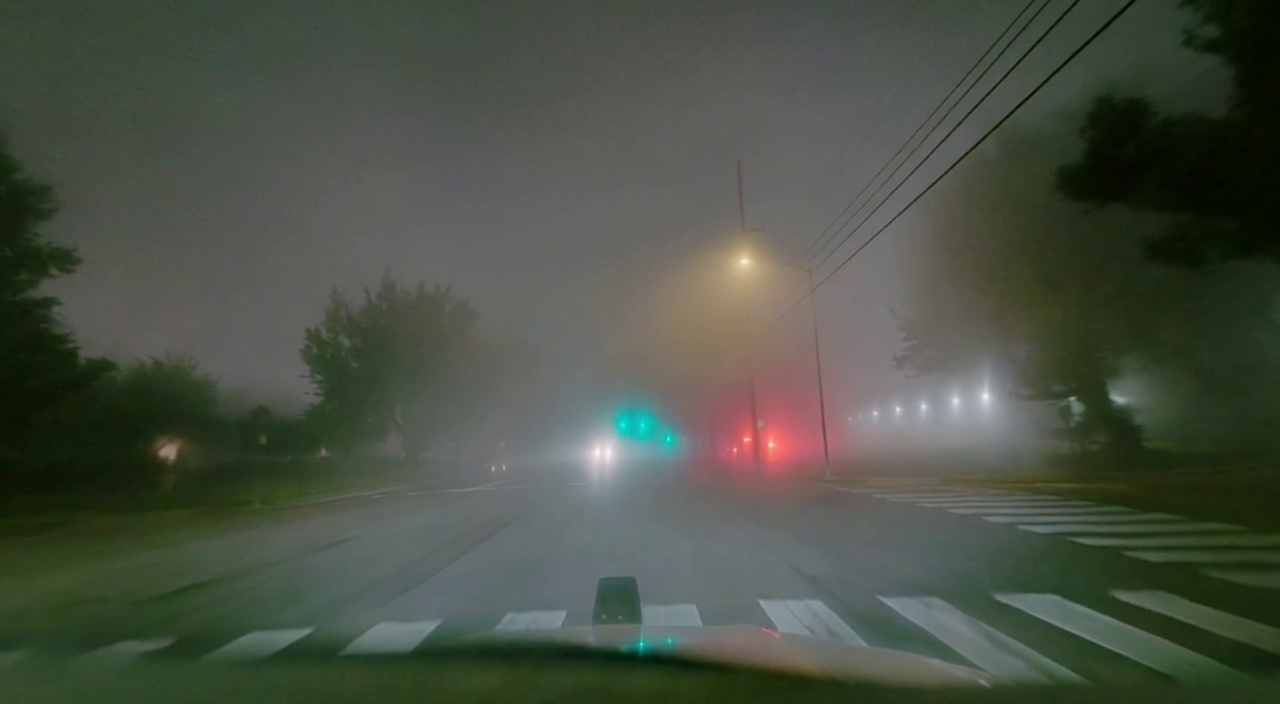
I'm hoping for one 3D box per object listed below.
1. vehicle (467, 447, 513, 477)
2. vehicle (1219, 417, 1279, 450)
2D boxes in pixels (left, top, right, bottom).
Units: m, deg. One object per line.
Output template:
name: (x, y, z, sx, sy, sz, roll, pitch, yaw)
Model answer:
vehicle: (-10.823, 7.920, 45.840, 2.024, 1.795, 5.054, -6, -8, -1)
vehicle: (34.305, 4.389, 33.910, 2.031, 1.661, 4.509, 0, -8, -3)
